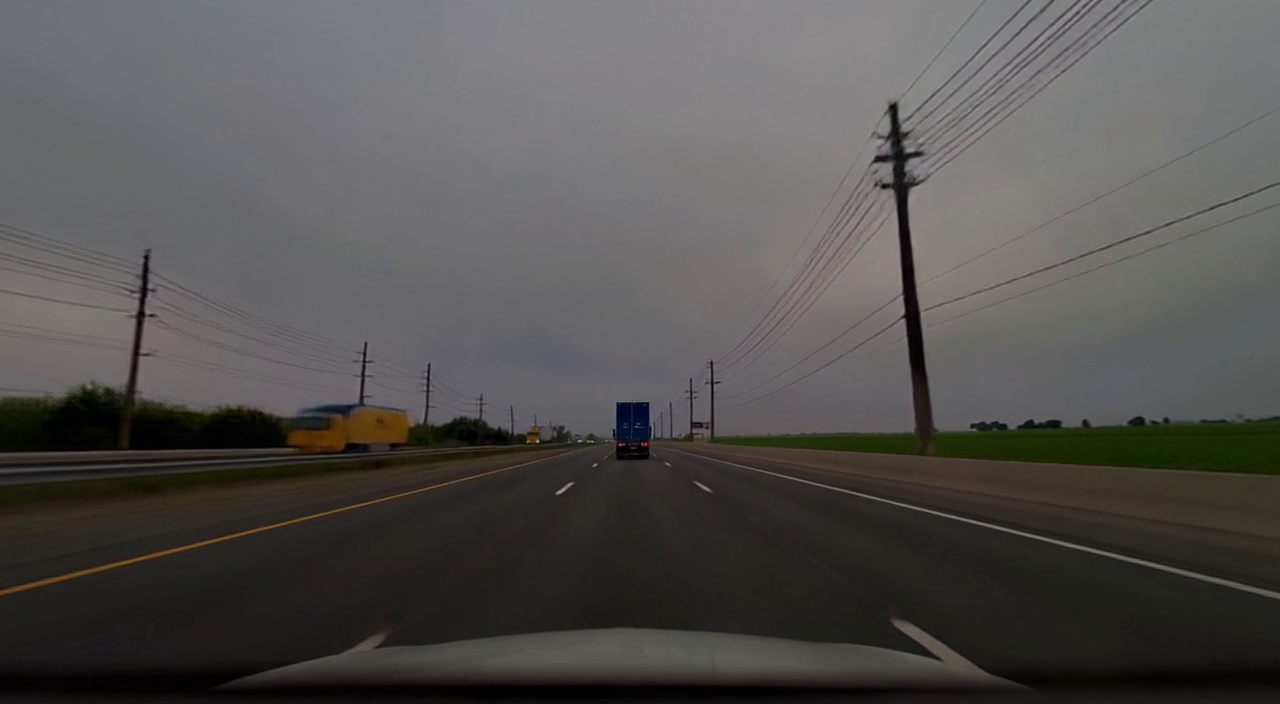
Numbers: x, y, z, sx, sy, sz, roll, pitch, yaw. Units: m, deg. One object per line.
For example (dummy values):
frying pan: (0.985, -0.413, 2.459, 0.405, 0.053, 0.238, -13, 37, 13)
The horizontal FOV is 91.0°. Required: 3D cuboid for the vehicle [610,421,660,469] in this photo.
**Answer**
vehicle: (-0.318, 4.487, 30.595, 2.240, 2.129, 4.480, 0, -8, -2)
